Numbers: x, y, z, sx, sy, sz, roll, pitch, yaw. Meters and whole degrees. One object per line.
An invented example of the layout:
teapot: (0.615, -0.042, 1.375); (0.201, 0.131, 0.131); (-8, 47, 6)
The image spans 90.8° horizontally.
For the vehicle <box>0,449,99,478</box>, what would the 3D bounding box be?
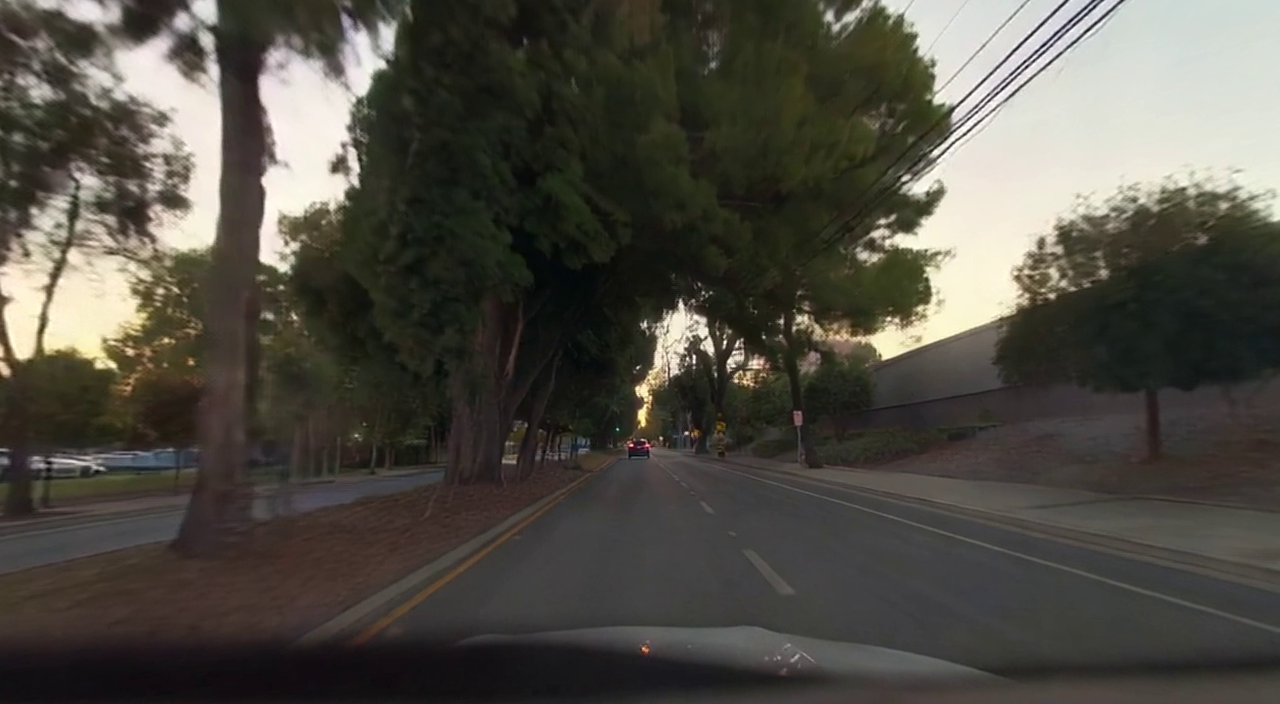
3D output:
vehicle: (-33.372, 6.220, 35.450); (4.207, 1.518, 1.948); (-1, -8, 1)

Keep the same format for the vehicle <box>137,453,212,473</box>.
vehicle: (-33.903, 8.079, 46.095); (4.035, 1.392, 1.952); (-1, -9, 6)
